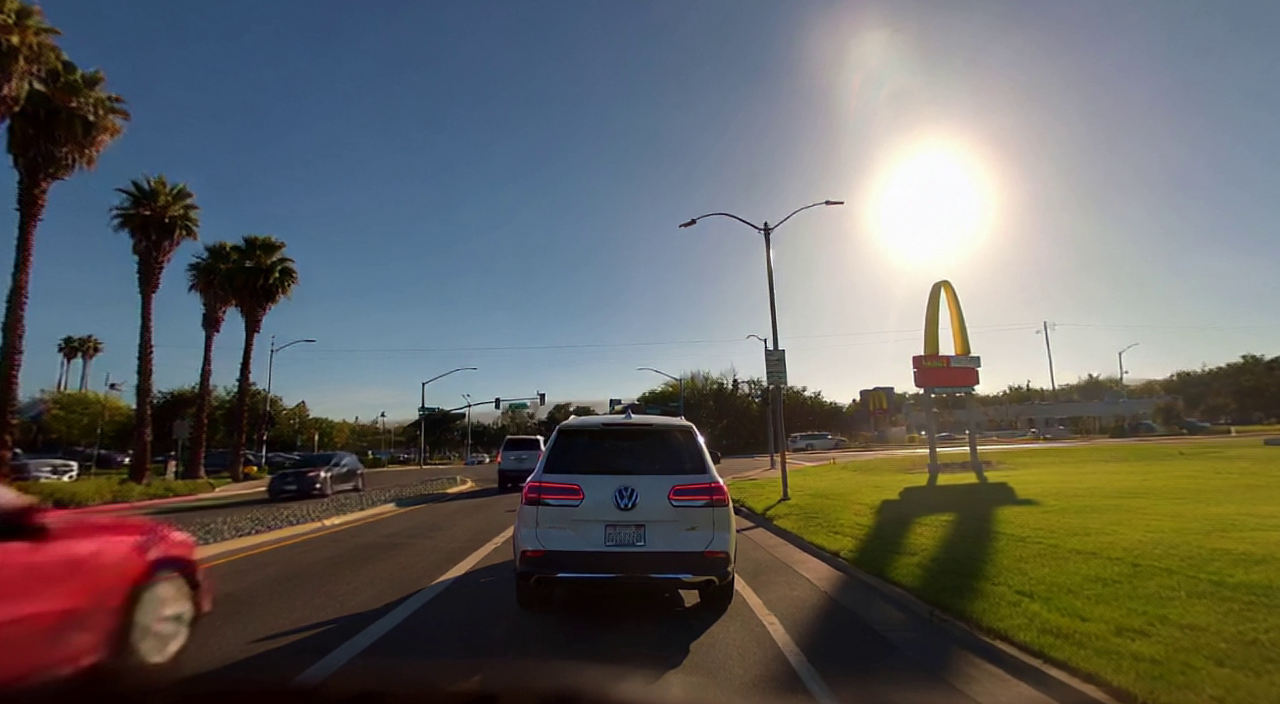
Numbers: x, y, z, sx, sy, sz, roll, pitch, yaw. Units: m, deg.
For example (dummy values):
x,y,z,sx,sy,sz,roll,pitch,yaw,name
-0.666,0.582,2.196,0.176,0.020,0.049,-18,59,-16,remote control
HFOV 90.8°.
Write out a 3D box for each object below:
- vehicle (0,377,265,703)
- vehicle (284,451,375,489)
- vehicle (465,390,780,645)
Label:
x,y,z,sx,sy,sz,roll,pitch,yaw,name
-3.946,0.920,2.708,2.023,1.648,4.302,0,-9,0,vehicle
-14.954,5.679,30.777,2.069,1.617,4.613,0,-9,0,vehicle
-0.142,1.422,6.350,2.137,1.728,3.926,0,-9,-1,vehicle
